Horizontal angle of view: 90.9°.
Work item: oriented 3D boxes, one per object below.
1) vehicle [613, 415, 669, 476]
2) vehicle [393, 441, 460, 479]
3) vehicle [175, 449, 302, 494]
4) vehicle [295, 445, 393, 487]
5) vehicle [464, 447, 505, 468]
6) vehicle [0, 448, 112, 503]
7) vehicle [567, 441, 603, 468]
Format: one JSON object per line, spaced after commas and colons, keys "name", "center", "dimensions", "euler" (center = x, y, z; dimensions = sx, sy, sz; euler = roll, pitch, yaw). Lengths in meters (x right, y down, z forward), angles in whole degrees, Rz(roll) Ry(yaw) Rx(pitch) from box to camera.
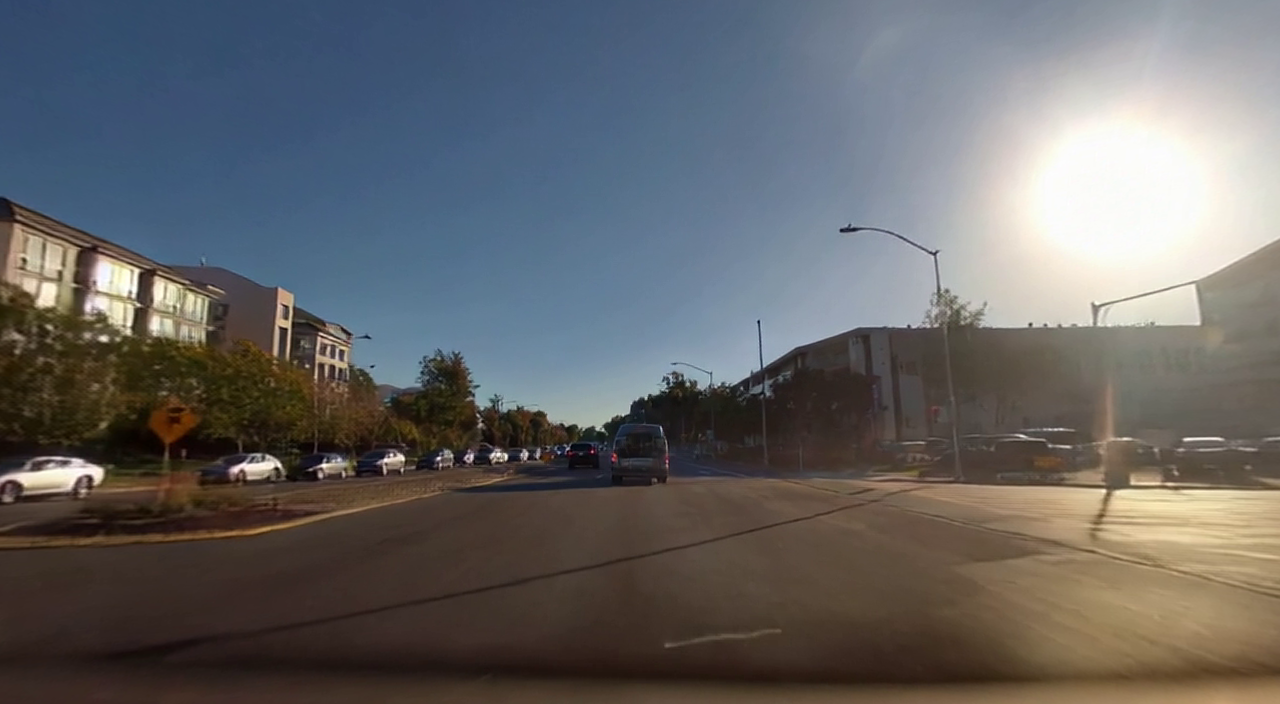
{"name": "vehicle", "center": [-0.117, 5.503, 37.463], "dimensions": [2.843, 3.120, 10.422], "euler": [0, -8, -2]}
{"name": "vehicle", "center": [-12.433, 6.265, 37.046], "dimensions": [2.068, 1.747, 5.040], "euler": [-4, -6, 1]}
{"name": "vehicle", "center": [-16.293, 4.850, 25.973], "dimensions": [2.022, 1.442, 4.853], "euler": [-4, -8, 1]}
{"name": "vehicle", "center": [-12.937, 4.965, 27.938], "dimensions": [1.960, 1.627, 4.784], "euler": [0, -8, 1]}
{"name": "vehicle", "center": [-11.945, 8.108, 48.629], "dimensions": [1.935, 1.467, 4.451], "euler": [0, -8, 2]}
{"name": "vehicle", "center": [-22.408, 4.400, 22.823], "dimensions": [2.017, 1.785, 5.092], "euler": [0, -8, 2]}
{"name": "vehicle", "center": [-3.927, 7.414, 45.751], "dimensions": [2.184, 1.830, 4.890], "euler": [0, -8, 0]}
